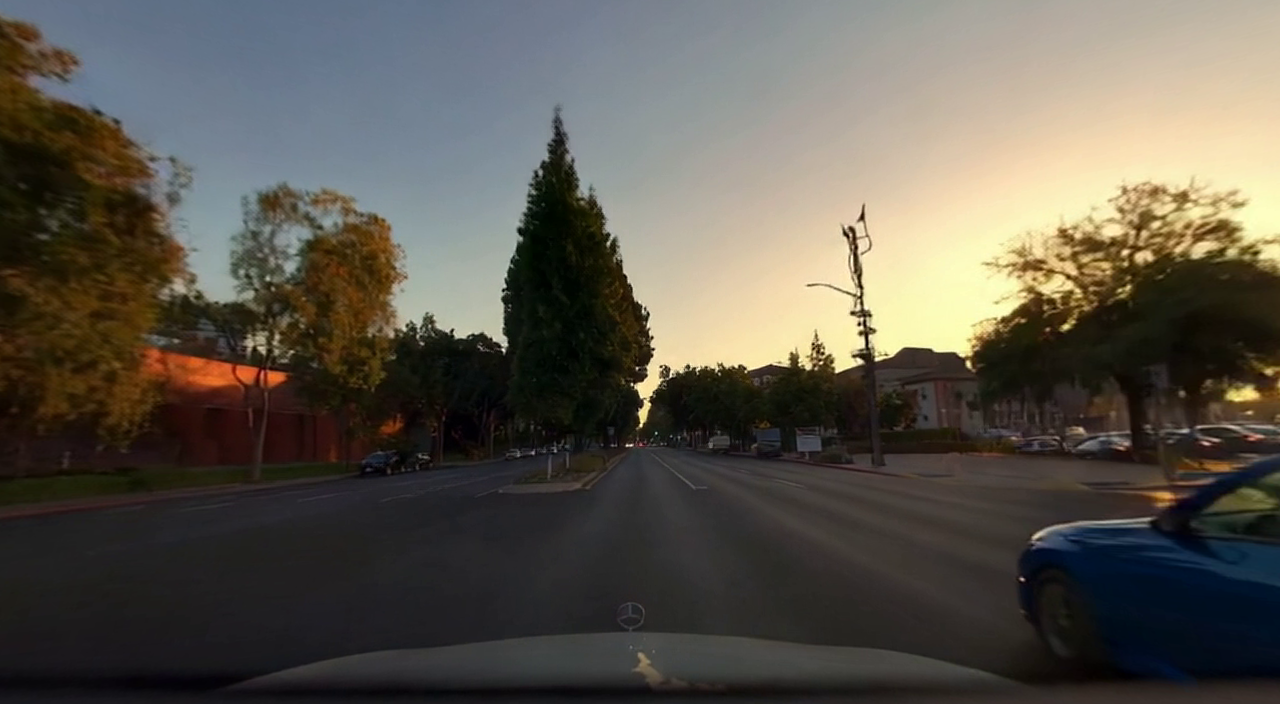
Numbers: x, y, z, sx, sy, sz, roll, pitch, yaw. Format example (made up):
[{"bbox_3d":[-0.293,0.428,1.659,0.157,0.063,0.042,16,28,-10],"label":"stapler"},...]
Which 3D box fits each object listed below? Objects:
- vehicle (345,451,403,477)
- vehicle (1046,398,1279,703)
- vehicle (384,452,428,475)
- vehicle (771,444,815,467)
[{"bbox_3d":[-18.347,7.716,43.682,1.993,1.686,4.698,0,-8,-1],"label":"vehicle"},{"bbox_3d":[3.197,0.715,0.988,2.141,1.443,4.499,0,-8,0],"label":"vehicle"},{"bbox_3d":[-18.193,8.696,49.168,1.828,1.457,4.292,-3,-7,0],"label":"vehicle"},{"bbox_3d":[10.157,6.902,42.158,1.889,1.472,4.304,0,-8,0],"label":"vehicle"}]
